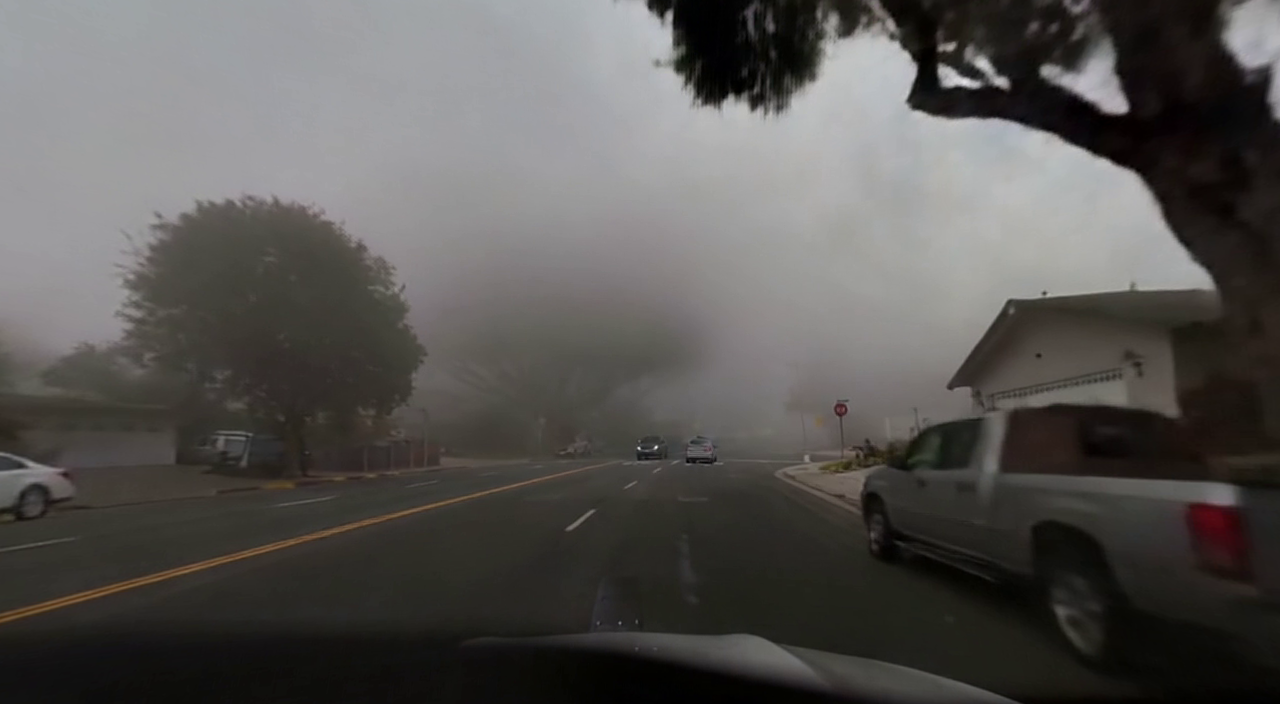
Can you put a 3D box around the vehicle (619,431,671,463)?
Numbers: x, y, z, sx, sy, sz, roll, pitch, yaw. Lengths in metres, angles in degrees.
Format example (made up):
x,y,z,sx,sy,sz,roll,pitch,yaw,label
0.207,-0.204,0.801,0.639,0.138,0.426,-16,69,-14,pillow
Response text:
x,y,z,sx,sy,sz,roll,pitch,yaw,label
0.368,5.409,36.088,2.178,1.695,4.339,-2,-8,11,vehicle

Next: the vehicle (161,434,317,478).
x,y,z,sx,sy,sz,roll,pitch,yaw,label
-17.069,4.453,26.999,5.177,1.779,2.199,0,-8,1,vehicle

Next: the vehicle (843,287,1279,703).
x,y,z,sx,sy,sz,roll,pitch,yaw,label
3.695,1.144,5.153,2.516,2.019,5.790,0,-8,4,vehicle

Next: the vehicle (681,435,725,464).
x,y,z,sx,sy,sz,roll,pitch,yaw,label
3.463,5.206,33.816,1.955,1.459,4.383,-1,-8,11,vehicle
